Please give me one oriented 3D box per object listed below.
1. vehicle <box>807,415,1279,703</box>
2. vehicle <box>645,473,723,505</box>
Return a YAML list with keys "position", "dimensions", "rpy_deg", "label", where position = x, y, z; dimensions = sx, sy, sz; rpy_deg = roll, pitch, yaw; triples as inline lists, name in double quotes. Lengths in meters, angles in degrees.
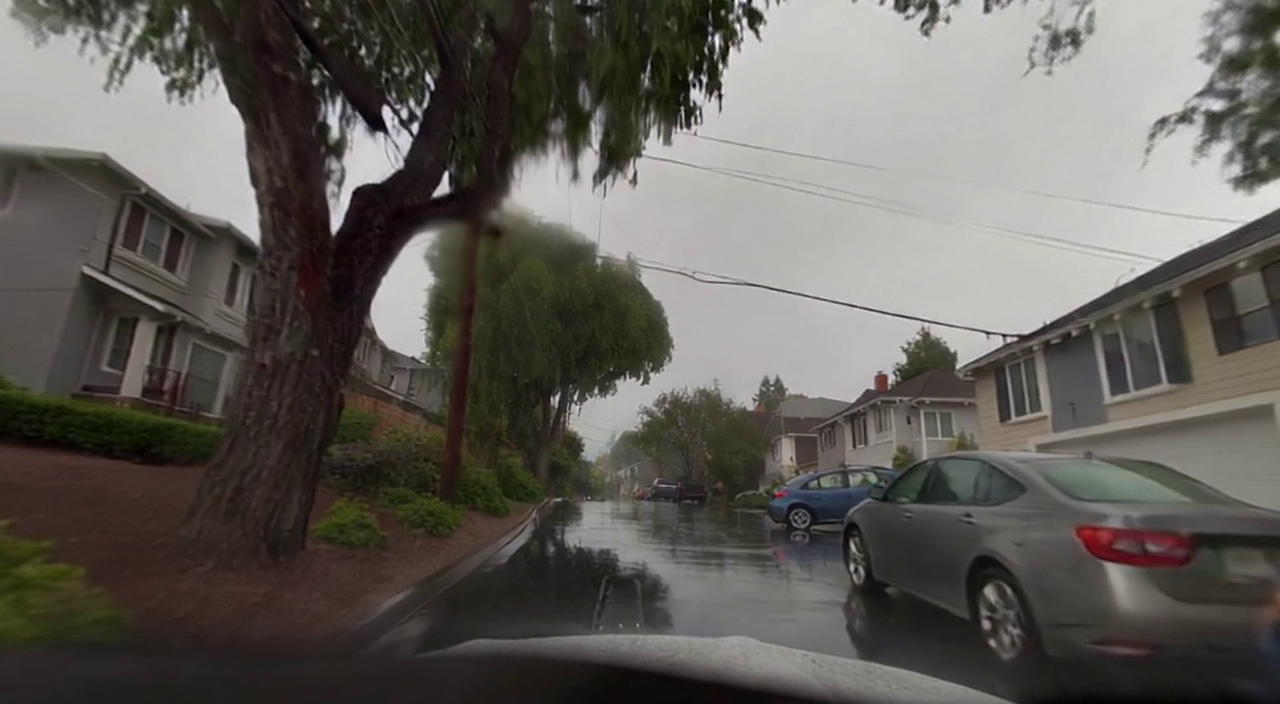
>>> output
- position: [3.241, 1.418, 5.091]
  dimensions: [2.133, 1.566, 4.737]
  rpy_deg: [1, -9, -5]
  label: "vehicle"
- position: [2.661, 8.370, 38.678]
  dimensions: [4.413, 1.728, 1.869]
  rpy_deg: [1, -9, -9]
  label: "vehicle"
